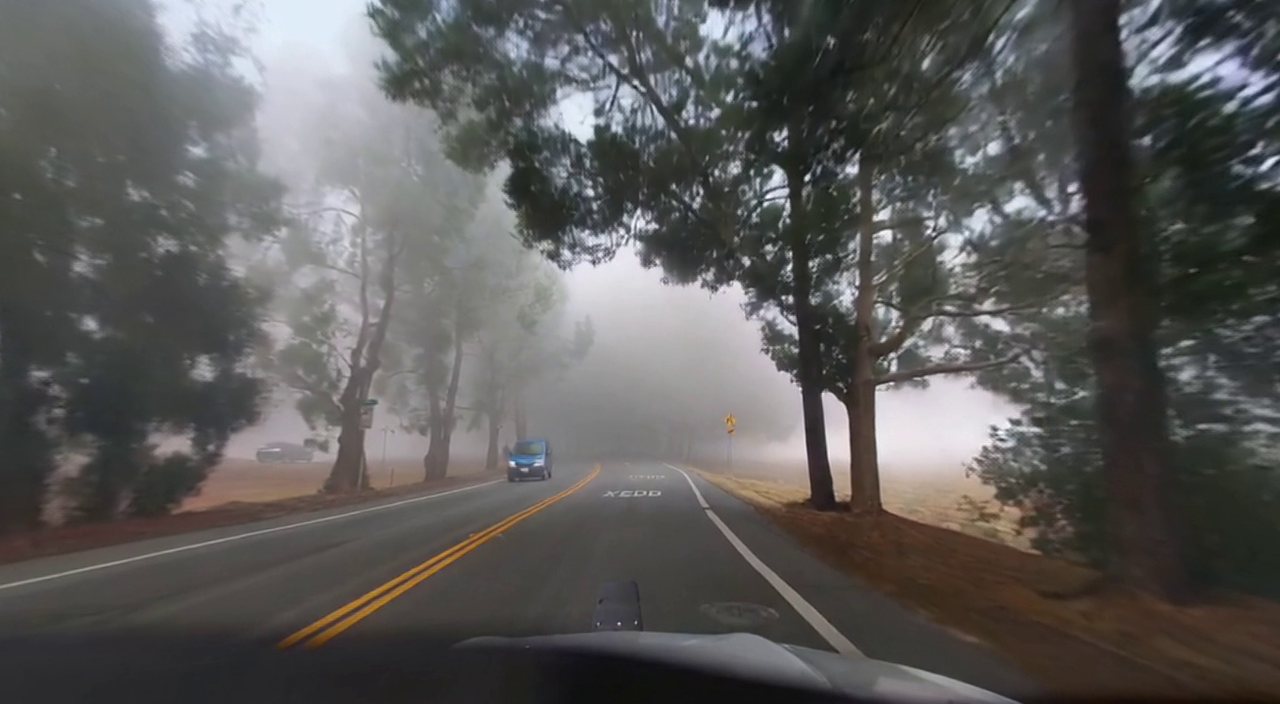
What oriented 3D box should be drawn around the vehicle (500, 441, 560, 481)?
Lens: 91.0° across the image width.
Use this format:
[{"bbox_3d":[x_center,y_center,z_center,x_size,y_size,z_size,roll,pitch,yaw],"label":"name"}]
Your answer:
[{"bbox_3d":[-5.723,5.777,33.620,2.394,1.900,5.863,0,-9,-2],"label":"vehicle"}]
